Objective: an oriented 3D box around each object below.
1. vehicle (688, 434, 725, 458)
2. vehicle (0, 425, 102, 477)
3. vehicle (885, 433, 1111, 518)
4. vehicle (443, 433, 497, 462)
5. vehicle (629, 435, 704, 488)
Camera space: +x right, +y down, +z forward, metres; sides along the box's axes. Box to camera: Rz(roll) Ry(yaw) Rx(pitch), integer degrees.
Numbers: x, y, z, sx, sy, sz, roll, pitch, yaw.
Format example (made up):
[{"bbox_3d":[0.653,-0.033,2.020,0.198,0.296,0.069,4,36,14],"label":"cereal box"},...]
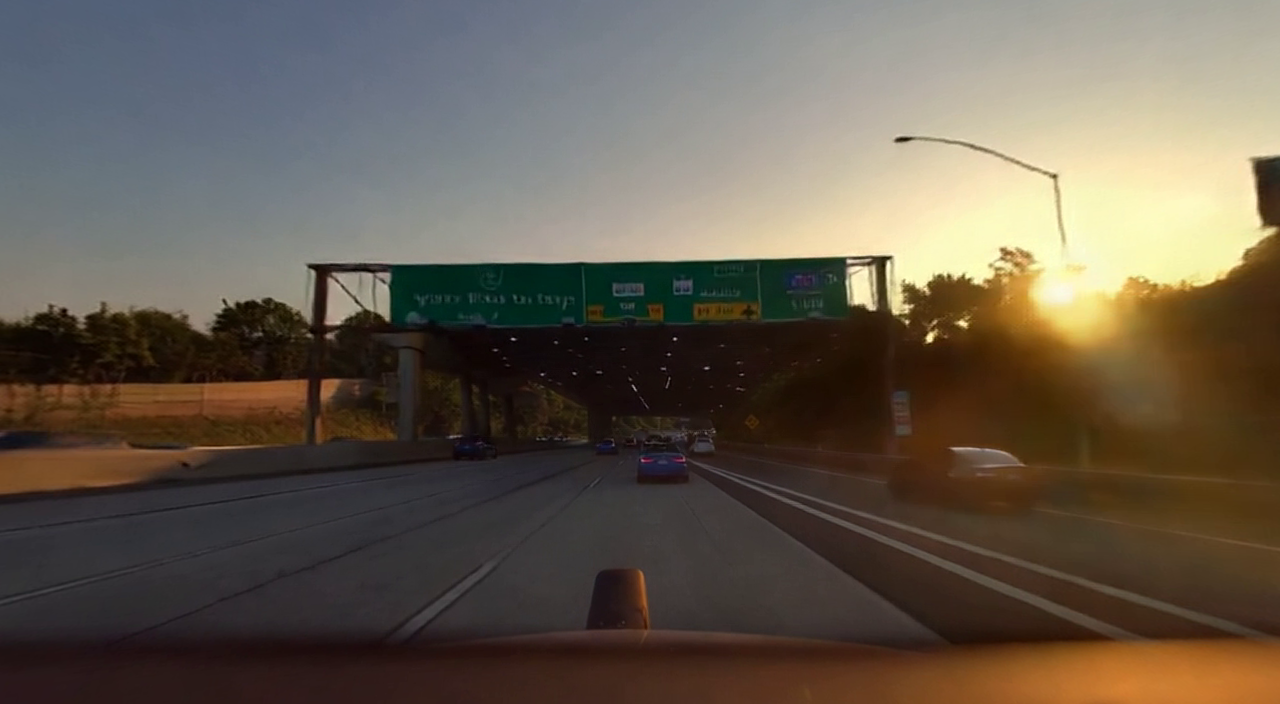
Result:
[{"bbox_3d":[5.003,7.170,48.096,2.261,1.781,4.709,0,-8,-1],"label":"vehicle"},{"bbox_3d":[-21.362,3.365,21.555,1.901,1.635,4.548,0,-8,0],"label":"vehicle"},{"bbox_3d":[7.081,2.472,13.172,2.030,1.442,4.358,0,-8,-2],"label":"vehicle"},{"bbox_3d":[-10.331,5.847,38.633,1.950,1.664,4.403,0,-8,1],"label":"vehicle"},{"bbox_3d":[0.742,3.404,19.842,2.113,1.464,4.073,0,-8,0],"label":"vehicle"}]
